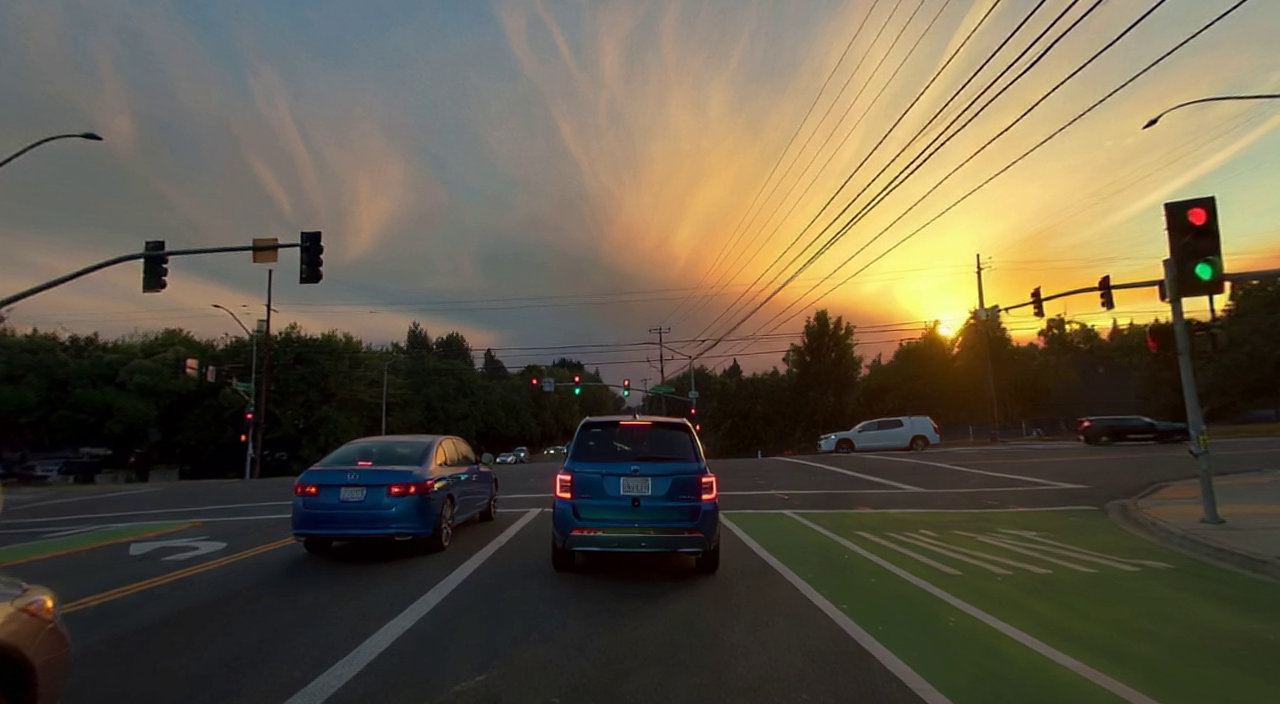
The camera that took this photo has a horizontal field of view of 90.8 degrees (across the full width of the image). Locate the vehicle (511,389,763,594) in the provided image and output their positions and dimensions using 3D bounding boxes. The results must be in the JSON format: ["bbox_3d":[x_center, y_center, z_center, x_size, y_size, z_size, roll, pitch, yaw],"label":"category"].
[{"bbox_3d":[-0.059,1.510,7.604,2.182,1.773,4.041,0,-8,-1],"label":"vehicle"}]

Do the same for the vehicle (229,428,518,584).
[{"bbox_3d":[-2.933,1.763,7.997,1.969,1.486,3.702,0,-8,1],"label":"vehicle"}]

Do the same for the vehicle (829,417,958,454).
[{"bbox_3d":[13.824,4.607,34.834,6.143,1.944,2.229,-1,-8,5],"label":"vehicle"}]

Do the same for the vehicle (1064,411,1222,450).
[{"bbox_3d":[21.909,3.475,27.706,4.977,1.648,2.088,-1,-8,4],"label":"vehicle"}]

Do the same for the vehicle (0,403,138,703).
[{"bbox_3d":[-3.350,0.660,0.438,1.928,1.488,4.936,0,-8,0],"label":"vehicle"}]
